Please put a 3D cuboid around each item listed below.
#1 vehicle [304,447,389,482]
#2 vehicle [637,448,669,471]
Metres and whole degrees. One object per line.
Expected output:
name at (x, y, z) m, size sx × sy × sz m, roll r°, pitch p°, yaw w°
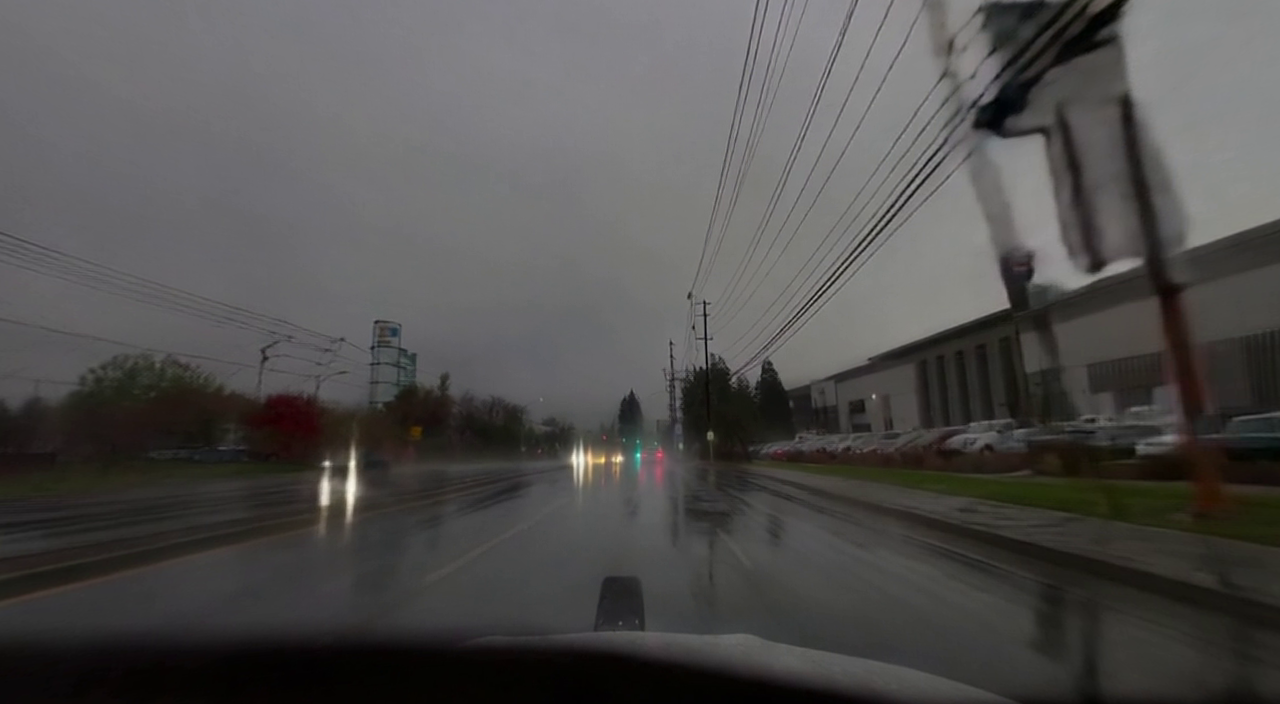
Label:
vehicle at (-13.905, 5.323, 30.129) m, size 1.831 × 1.474 × 4.352 m, roll 0°, pitch -8°, yaw 2°
vehicle at (0.901, 7.407, 43.652) m, size 2.114 × 1.492 × 4.453 m, roll 0°, pitch -8°, yaw 1°
